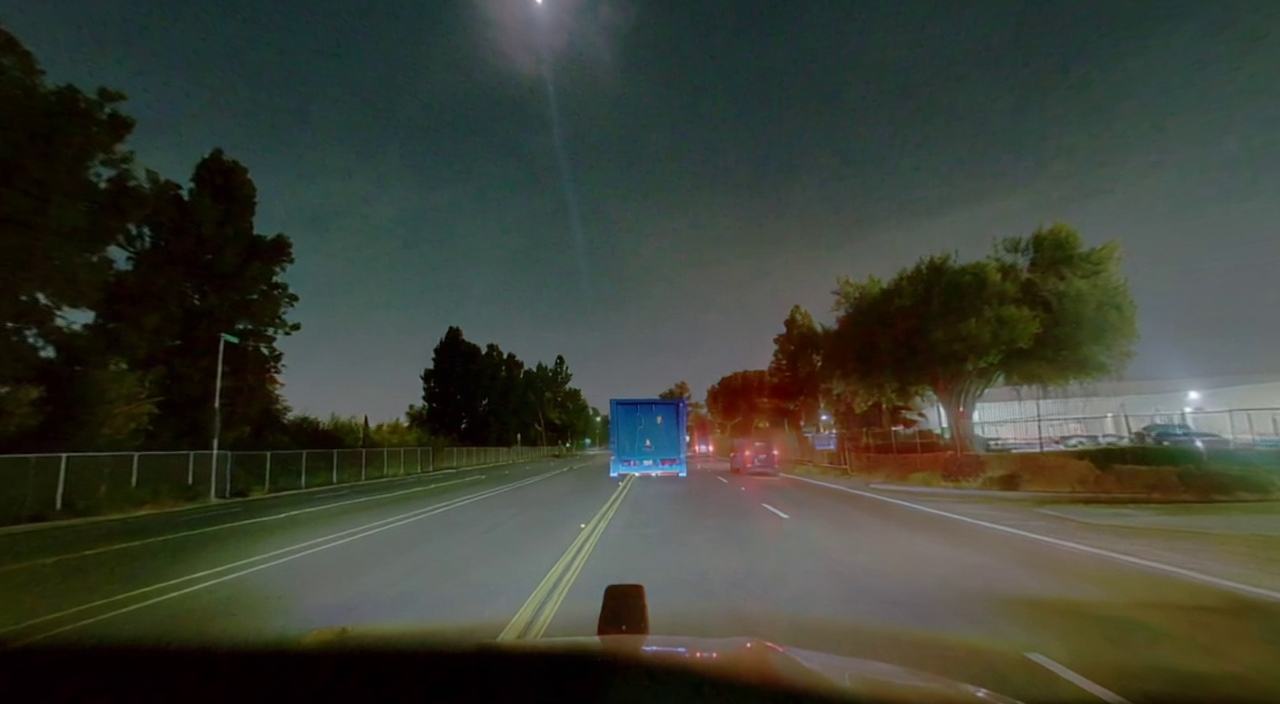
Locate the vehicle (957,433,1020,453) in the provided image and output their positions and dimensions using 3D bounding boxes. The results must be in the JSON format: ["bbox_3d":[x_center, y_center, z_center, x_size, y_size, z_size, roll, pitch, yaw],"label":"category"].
[{"bbox_3d":[23.315,6.095,42.183,3.251,1.321,1.555,-1,-9,0],"label":"vehicle"}]

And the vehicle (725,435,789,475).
[{"bbox_3d":[5.190,4.622,28.595,2.076,1.661,4.524,0,-8,0],"label":"vehicle"}]

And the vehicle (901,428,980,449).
[{"bbox_3d":[22.792,6.590,47.985,4.995,1.543,1.899,0,-9,1],"label":"vehicle"}]

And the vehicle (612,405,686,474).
[{"bbox_3d":[0.526,4.300,30.961,3.197,2.963,7.055,0,-8,2],"label":"vehicle"}]
